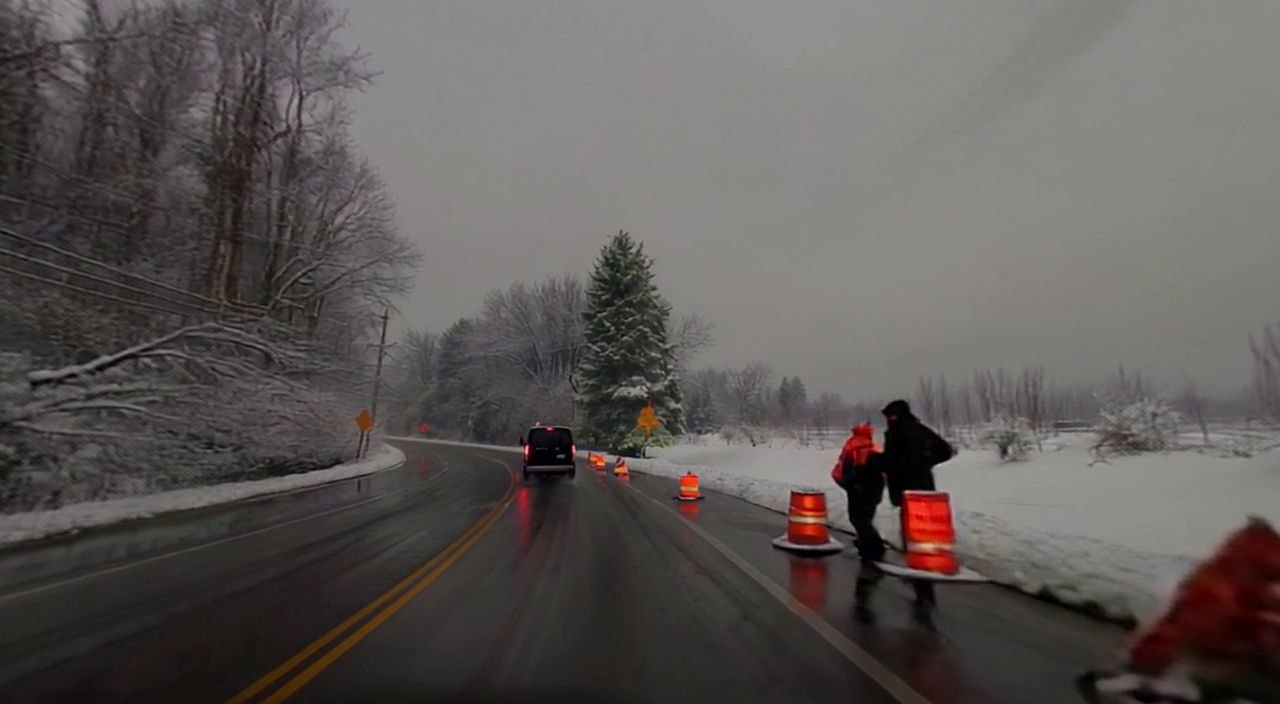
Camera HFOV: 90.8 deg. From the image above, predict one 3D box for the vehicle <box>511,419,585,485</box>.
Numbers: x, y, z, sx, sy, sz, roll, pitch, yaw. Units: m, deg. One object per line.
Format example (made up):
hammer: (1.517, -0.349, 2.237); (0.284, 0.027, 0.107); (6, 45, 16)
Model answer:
vehicle: (-3.638, 3.798, 24.146); (2.362, 2.223, 4.892); (2, -9, -13)

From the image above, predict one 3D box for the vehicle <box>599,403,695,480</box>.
vehicle: (0.053, 4.432, 31.883); (3.126, 3.310, 8.534); (1, -8, -11)
